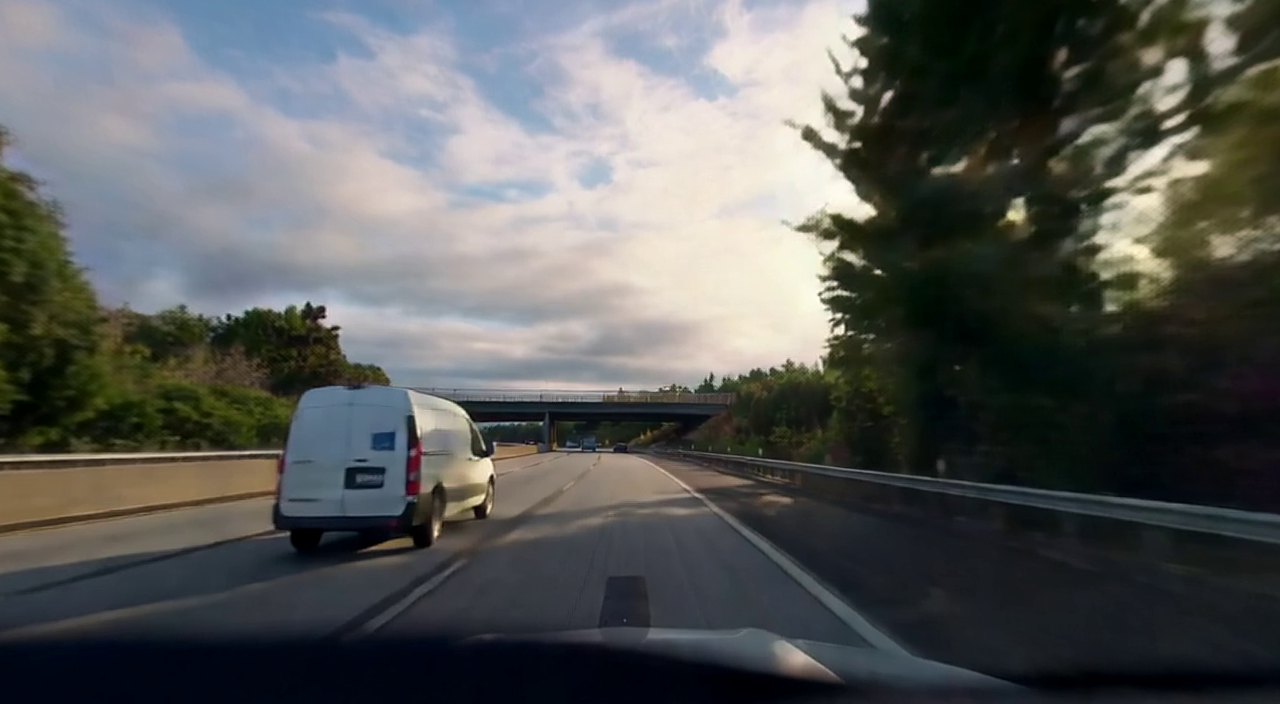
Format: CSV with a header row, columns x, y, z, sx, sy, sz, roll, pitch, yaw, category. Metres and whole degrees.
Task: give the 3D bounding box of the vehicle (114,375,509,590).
x,y,z,sx,sy,sz,roll,pitch,yaw,category
-3.435,1.522,8.175,2.372,1.891,5.061,0,-8,0,vehicle
